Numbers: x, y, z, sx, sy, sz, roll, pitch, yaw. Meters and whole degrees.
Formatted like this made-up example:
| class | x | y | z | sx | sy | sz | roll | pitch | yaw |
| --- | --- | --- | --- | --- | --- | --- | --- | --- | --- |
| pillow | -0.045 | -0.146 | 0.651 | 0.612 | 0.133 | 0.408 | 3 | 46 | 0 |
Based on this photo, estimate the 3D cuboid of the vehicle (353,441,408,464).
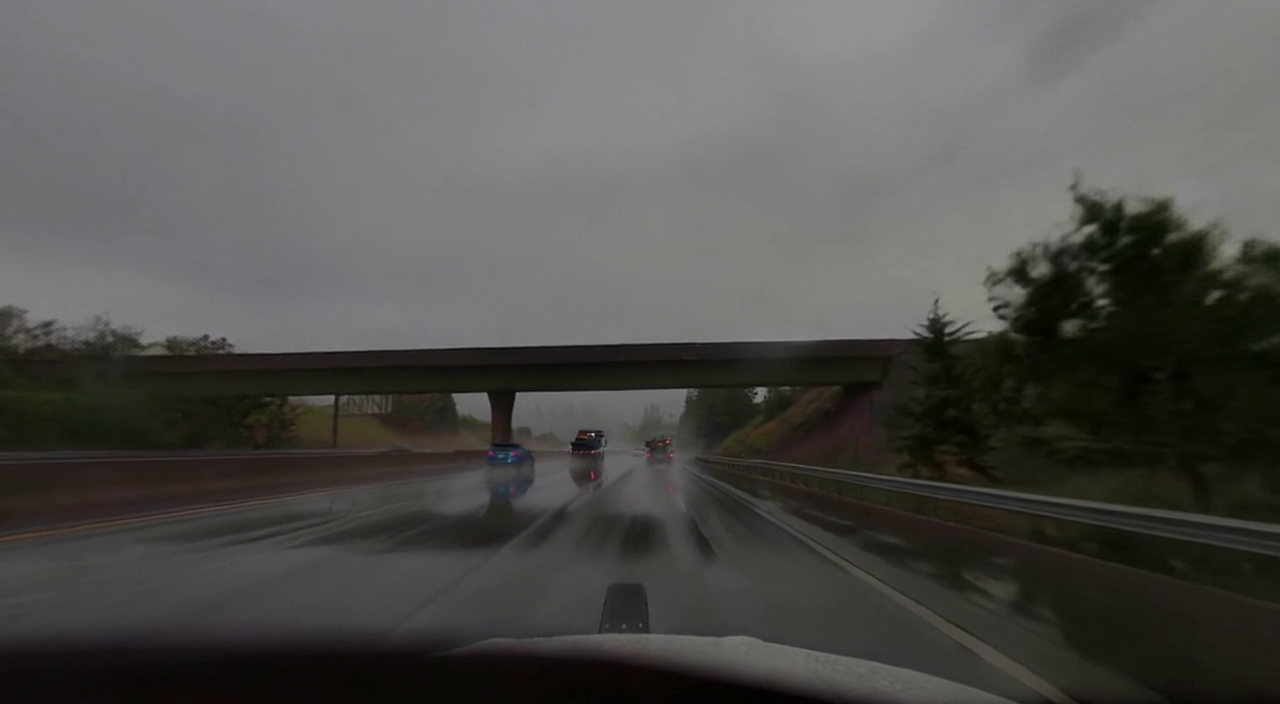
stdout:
| class | x | y | z | sx | sy | sz | roll | pitch | yaw |
| --- | --- | --- | --- | --- | --- | --- | --- | --- | --- |
| vehicle | -19.743 | 7.619 | 48.175 | 1.886 | 1.606 | 4.950 | 0 | -8 | 3 |

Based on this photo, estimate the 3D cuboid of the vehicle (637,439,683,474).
| class | x | y | z | sx | sy | sz | roll | pitch | yaw |
| --- | --- | --- | --- | --- | --- | --- | --- | --- | --- |
| vehicle | 1.074 | 5.634 | 34.343 | 2.336 | 1.722 | 4.212 | 0 | -8 | 2 |

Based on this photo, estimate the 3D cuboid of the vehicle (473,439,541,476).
| class | x | y | z | sx | sy | sz | roll | pitch | yaw |
| --- | --- | --- | --- | --- | --- | --- | --- | --- | --- |
| vehicle | -6.319 | 5.049 | 30.573 | 2.115 | 1.644 | 4.513 | 0 | -8 | 3 |
